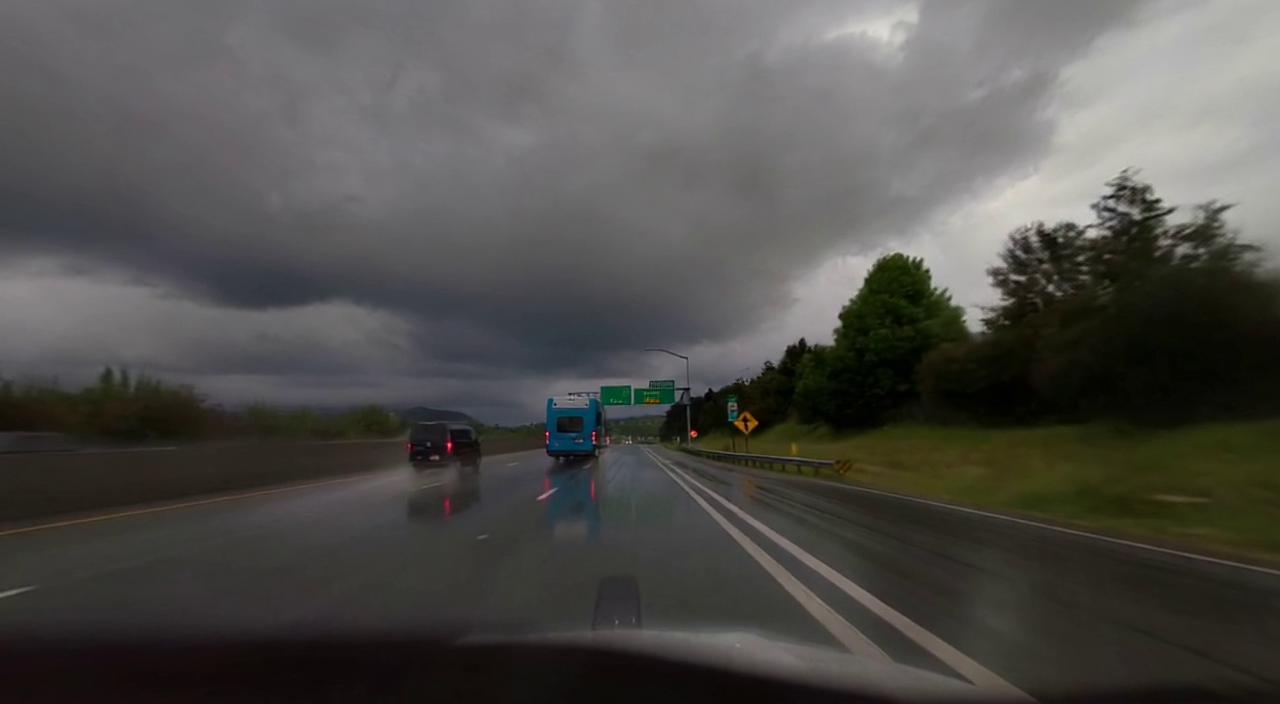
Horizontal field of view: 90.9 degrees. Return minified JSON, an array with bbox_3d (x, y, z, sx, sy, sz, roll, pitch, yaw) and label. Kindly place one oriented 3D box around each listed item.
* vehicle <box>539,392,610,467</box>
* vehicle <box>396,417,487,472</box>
[{"bbox_3d":[-3.034,3.893,31.433,2.676,3.269,7.388,0,-7,1],"label":"vehicle"},{"bbox_3d":[-7.366,3.466,23.871,2.045,1.873,4.202,0,-7,0],"label":"vehicle"}]
